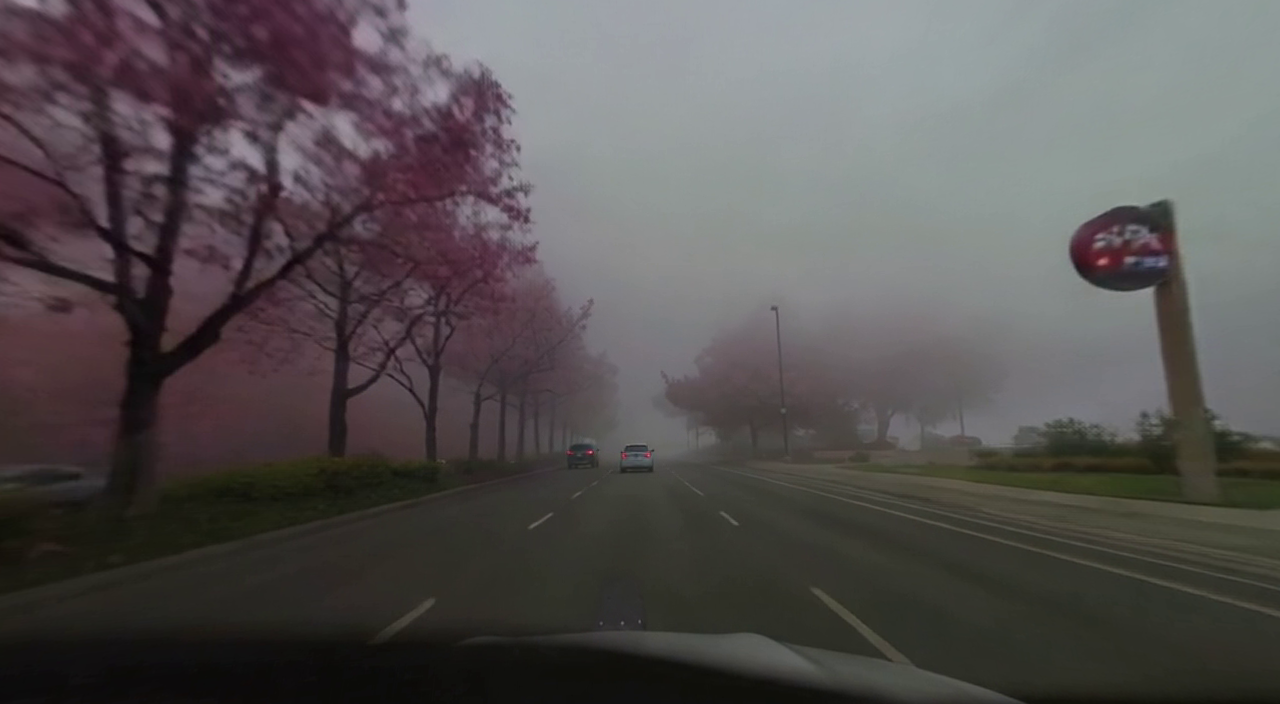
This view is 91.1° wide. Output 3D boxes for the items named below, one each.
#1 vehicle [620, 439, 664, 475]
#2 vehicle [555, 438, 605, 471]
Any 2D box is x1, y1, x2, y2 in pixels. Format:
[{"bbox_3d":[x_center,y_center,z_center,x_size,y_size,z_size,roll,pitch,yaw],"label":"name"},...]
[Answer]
[{"bbox_3d":[0.136,5.426,32.654,2.149,1.701,4.379,0,-8,1],"label":"vehicle"},{"bbox_3d":[-3.470,6.071,37.491,2.453,1.844,4.751,0,-8,1],"label":"vehicle"}]
